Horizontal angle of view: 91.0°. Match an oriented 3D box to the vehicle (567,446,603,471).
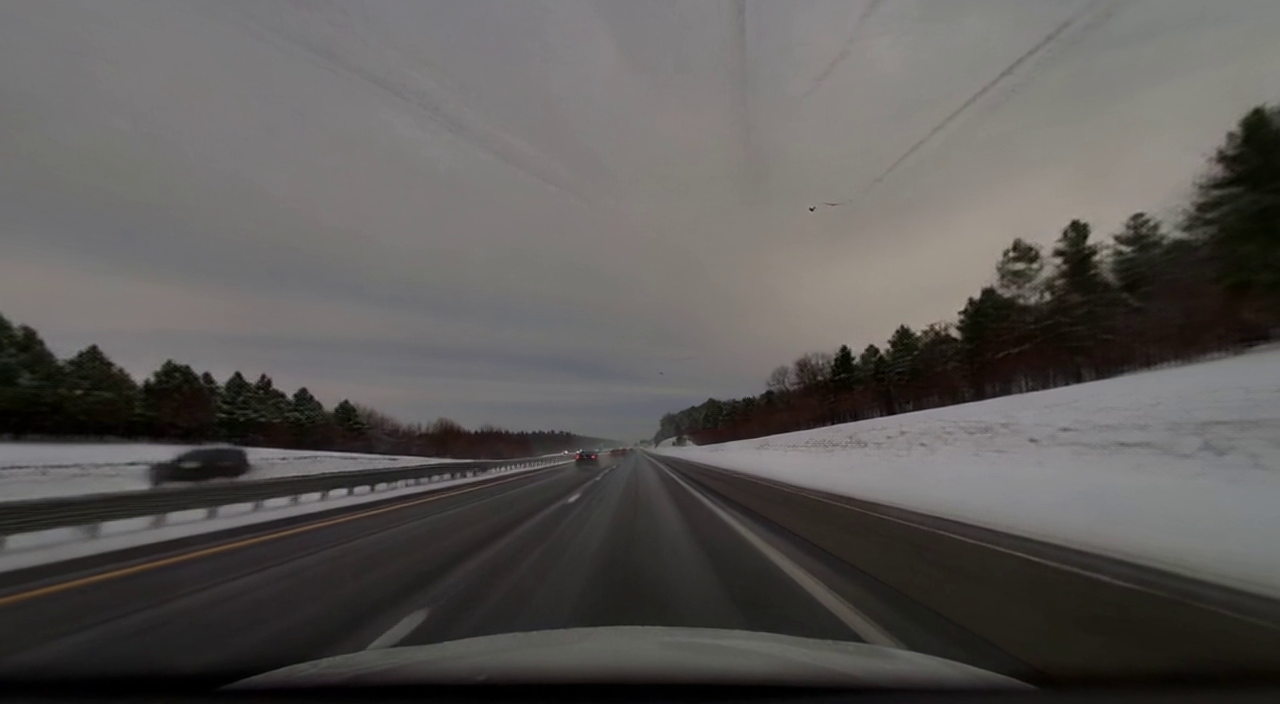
[{"bbox_3d":[-3.950,7.749,45.809,2.132,1.701,4.303,0,-9,1],"label":"vehicle"}]
